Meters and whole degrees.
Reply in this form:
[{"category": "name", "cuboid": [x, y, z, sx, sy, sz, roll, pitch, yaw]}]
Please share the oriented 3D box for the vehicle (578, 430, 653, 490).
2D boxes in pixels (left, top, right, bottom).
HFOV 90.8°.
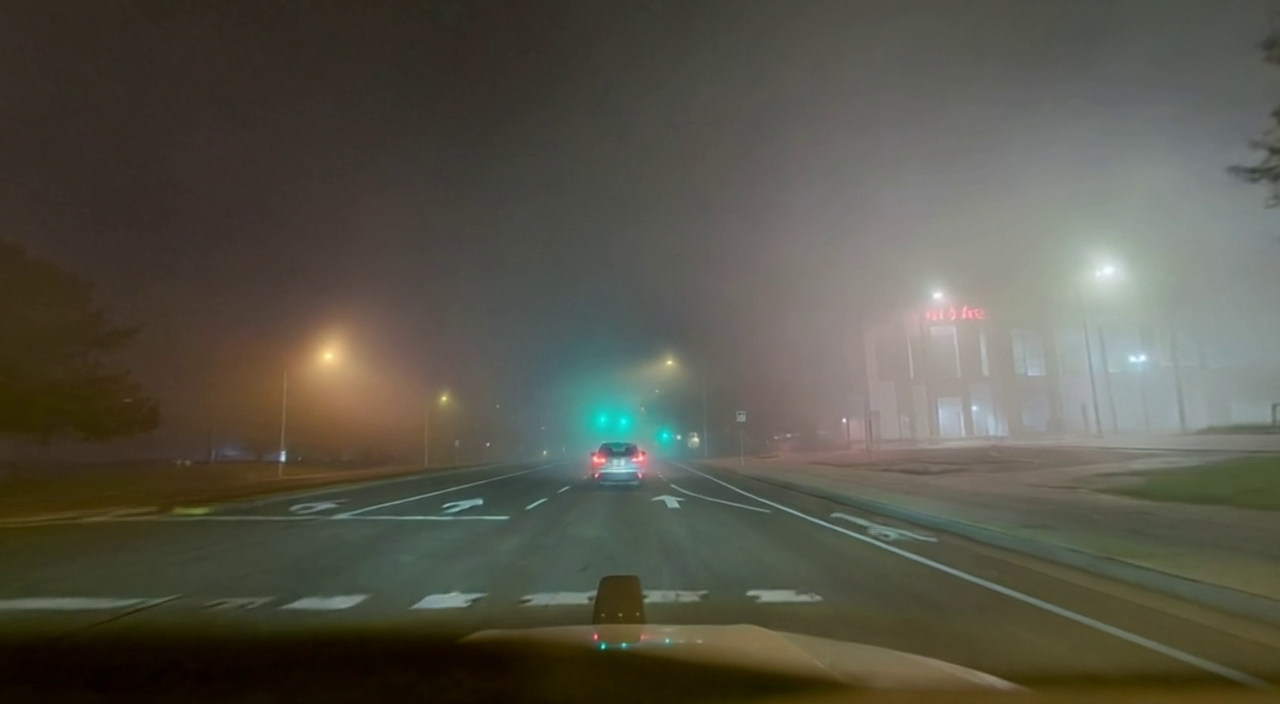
[{"category": "vehicle", "cuboid": [-0.723, 3.408, 20.246, 2.130, 1.711, 4.038, 0, -9, 0]}]
